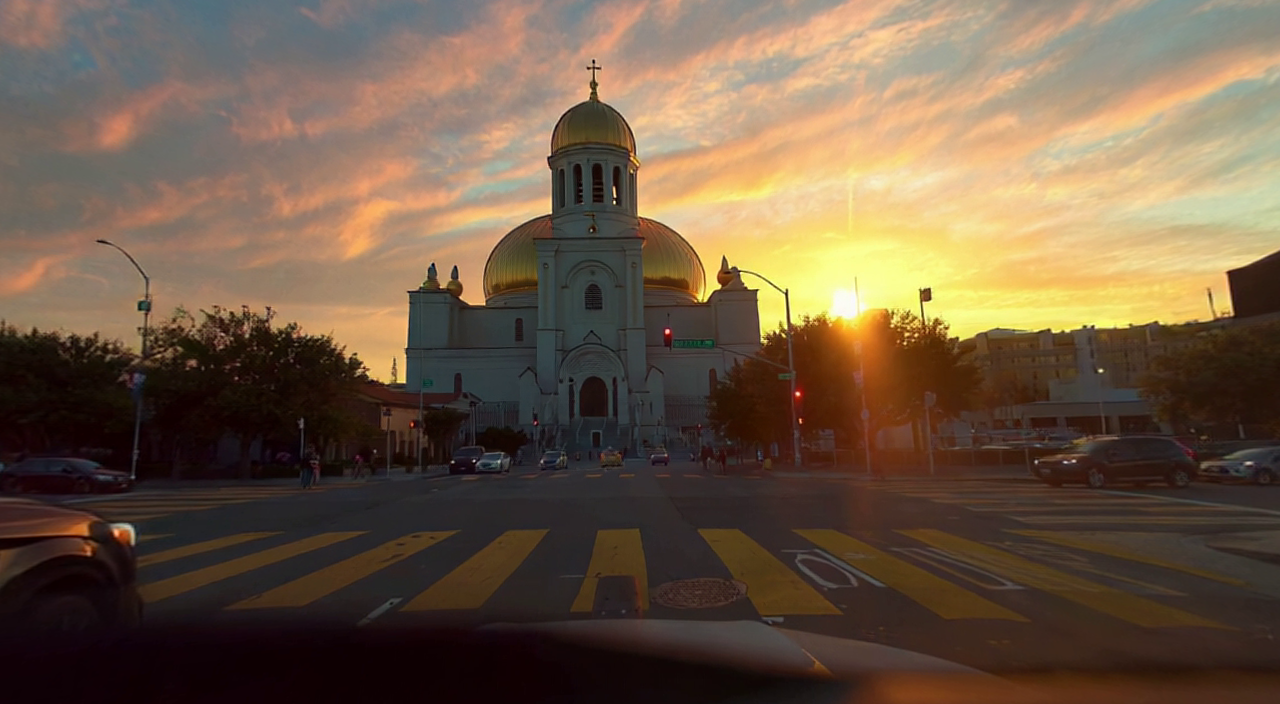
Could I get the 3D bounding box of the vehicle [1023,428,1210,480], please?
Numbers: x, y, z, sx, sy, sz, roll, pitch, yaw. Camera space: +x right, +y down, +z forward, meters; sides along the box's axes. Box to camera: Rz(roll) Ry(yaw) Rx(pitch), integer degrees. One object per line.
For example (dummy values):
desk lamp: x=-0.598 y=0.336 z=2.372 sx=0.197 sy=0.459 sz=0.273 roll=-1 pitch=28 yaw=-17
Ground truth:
vehicle: x=19.868 y=4.288 z=26.574 sx=5.852 sy=2.057 sz=2.361 roll=0 pitch=-8 yaw=0

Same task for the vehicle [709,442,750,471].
vehicle: x=5.812 y=6.836 z=41.502 sx=1.969 sy=1.776 sz=4.329 roll=0 pitch=-8 yaw=-1

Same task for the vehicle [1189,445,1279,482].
vehicle: x=26.375 y=4.687 z=26.693 sx=4.561 sy=1.475 sz=1.850 roll=0 pitch=-8 yaw=0

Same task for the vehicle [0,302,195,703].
vehicle: x=-3.884 y=0.539 z=0.917 sx=2.251 sy=2.009 sz=5.688 roll=0 pitch=-8 yaw=1

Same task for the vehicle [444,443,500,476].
vehicle: x=-10.245 y=6.604 z=38.965 sx=2.076 sy=1.876 sz=4.669 roll=0 pitch=-8 yaw=1
